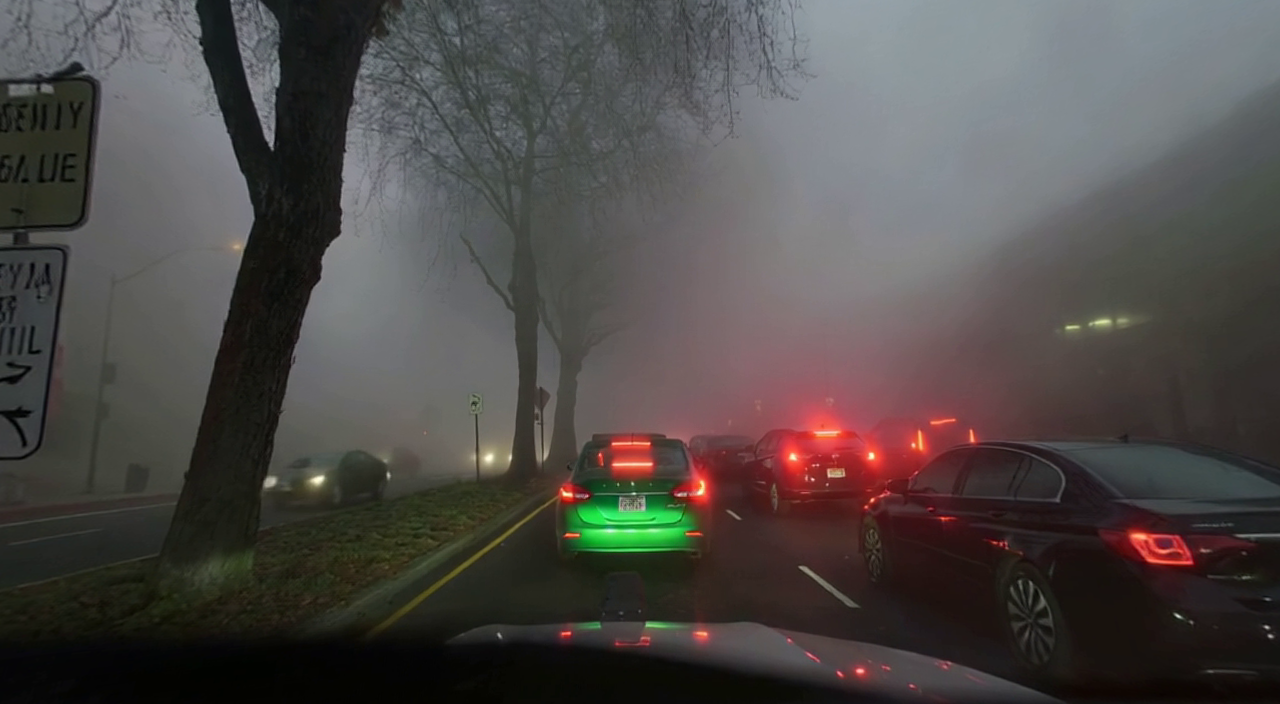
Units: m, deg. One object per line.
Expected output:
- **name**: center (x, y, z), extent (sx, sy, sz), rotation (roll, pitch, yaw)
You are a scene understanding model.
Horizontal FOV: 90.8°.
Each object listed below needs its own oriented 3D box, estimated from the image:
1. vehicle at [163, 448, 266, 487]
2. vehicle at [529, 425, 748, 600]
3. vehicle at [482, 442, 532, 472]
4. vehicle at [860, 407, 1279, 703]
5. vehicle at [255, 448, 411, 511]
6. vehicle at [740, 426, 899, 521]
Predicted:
- **vehicle**: center (-20.631, 5.546, 30.623), extent (4.329, 1.773, 2.072), rotation (-4, -9, 25)
- **vehicle**: center (-0.025, 1.653, 7.290), extent (1.887, 1.487, 3.535), rotation (0, -9, 0)
- **vehicle**: center (-8.135, 6.446, 39.065), extent (2.079, 1.695, 4.374), rotation (0, -9, 0)
- **vehicle**: center (3.312, 1.257, 4.480), extent (1.988, 1.480, 4.195), rotation (0, -9, 0)
- **vehicle**: center (-7.955, 3.310, 16.931), extent (1.991, 1.433, 4.261), rotation (0, -9, 1)
- **vehicle**: center (3.534, 2.484, 13.414), extent (2.025, 1.660, 4.263), rotation (0, -9, -1)
